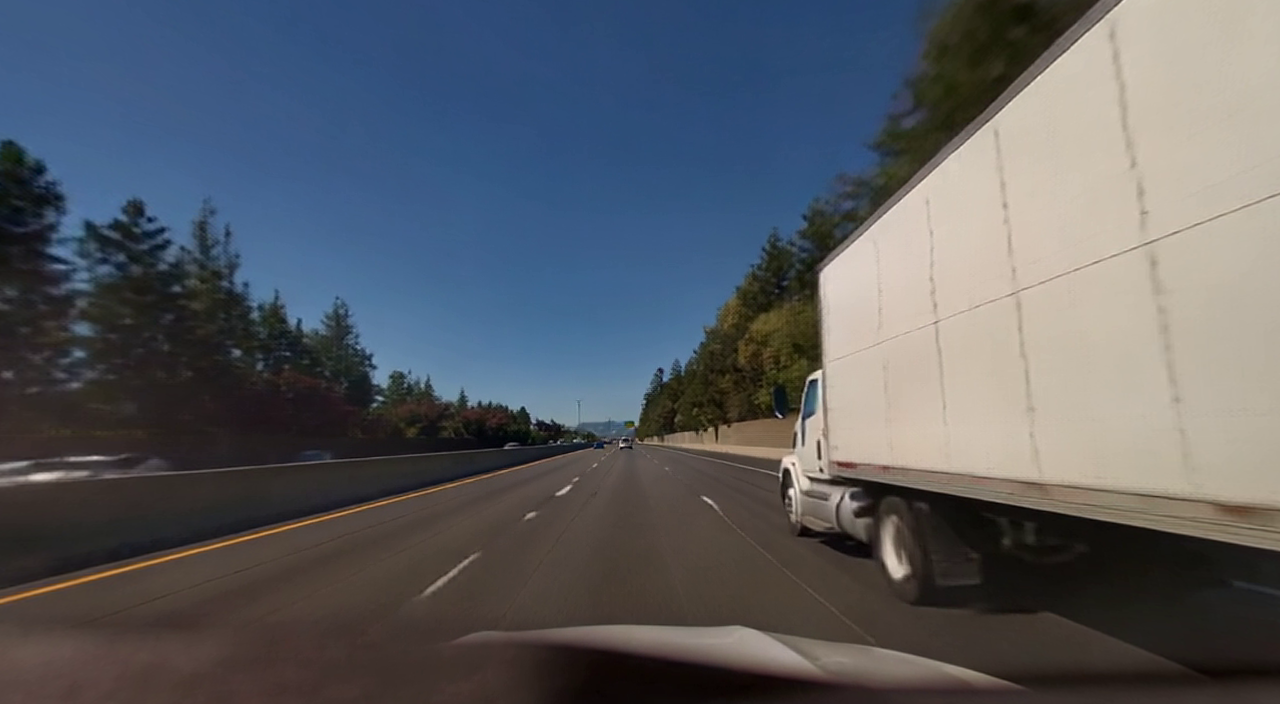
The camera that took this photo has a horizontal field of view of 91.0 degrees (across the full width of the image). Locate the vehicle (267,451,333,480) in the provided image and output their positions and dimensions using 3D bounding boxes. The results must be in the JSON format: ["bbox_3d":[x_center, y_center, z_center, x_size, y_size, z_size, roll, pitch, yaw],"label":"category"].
[{"bbox_3d":[-20.193,6.716,37.524,1.817,1.546,3.799,-1,-8,-1],"label":"vehicle"}]

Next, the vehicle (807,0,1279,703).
[{"bbox_3d":[3.949,0.050,5.707,3.055,4.061,6.127,-1,-8,0],"label":"vehicle"}]

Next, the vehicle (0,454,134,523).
[{"bbox_3d":[-15.584,3.398,15.972,1.913,1.465,4.331,0,-8,-1],"label":"vehicle"}]
